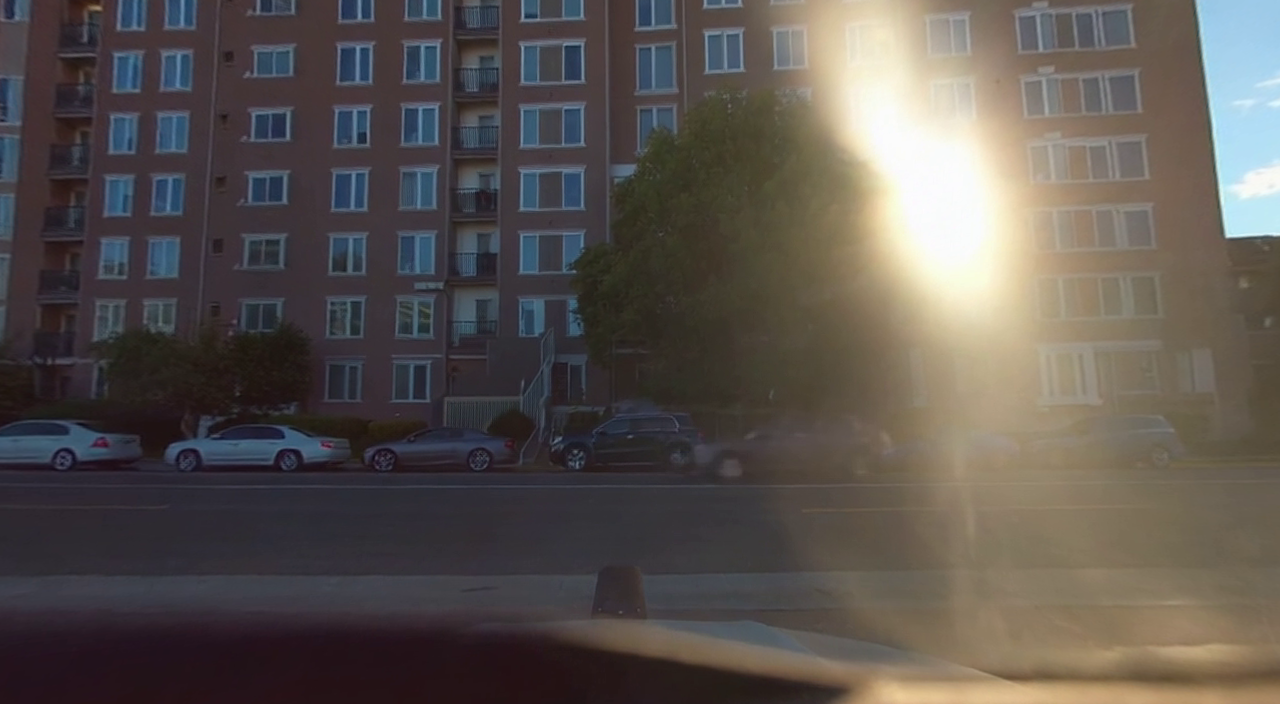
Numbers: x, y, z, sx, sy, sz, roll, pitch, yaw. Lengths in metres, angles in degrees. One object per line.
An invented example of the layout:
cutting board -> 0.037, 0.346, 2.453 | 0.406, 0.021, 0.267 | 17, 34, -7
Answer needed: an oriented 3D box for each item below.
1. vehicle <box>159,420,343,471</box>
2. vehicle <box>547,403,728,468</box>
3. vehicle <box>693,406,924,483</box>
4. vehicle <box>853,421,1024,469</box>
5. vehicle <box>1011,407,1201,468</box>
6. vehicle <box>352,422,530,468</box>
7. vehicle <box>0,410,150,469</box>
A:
vehicle -> -11.623, 2.826, 19.147 | 4.336, 1.438, 1.776 | 1, -8, -4
vehicle -> -0.134, 2.630, 19.613 | 5.299, 1.860, 2.098 | 1, -10, -5
vehicle -> 3.432, 1.980, 13.607 | 4.396, 1.501, 1.955 | 0, -8, -1
vehicle -> 9.268, 2.876, 19.815 | 4.521, 1.411, 1.726 | 1, -6, -4
vehicle -> 14.835, 2.708, 20.317 | 4.544, 1.780, 1.966 | -1, -5, -1
vehicle -> -5.958, 2.873, 19.380 | 4.851, 1.339, 1.785 | 0, -10, -3
vehicle -> -17.691, 2.610, 18.831 | 4.426, 1.641, 1.889 | 0, -8, -5
